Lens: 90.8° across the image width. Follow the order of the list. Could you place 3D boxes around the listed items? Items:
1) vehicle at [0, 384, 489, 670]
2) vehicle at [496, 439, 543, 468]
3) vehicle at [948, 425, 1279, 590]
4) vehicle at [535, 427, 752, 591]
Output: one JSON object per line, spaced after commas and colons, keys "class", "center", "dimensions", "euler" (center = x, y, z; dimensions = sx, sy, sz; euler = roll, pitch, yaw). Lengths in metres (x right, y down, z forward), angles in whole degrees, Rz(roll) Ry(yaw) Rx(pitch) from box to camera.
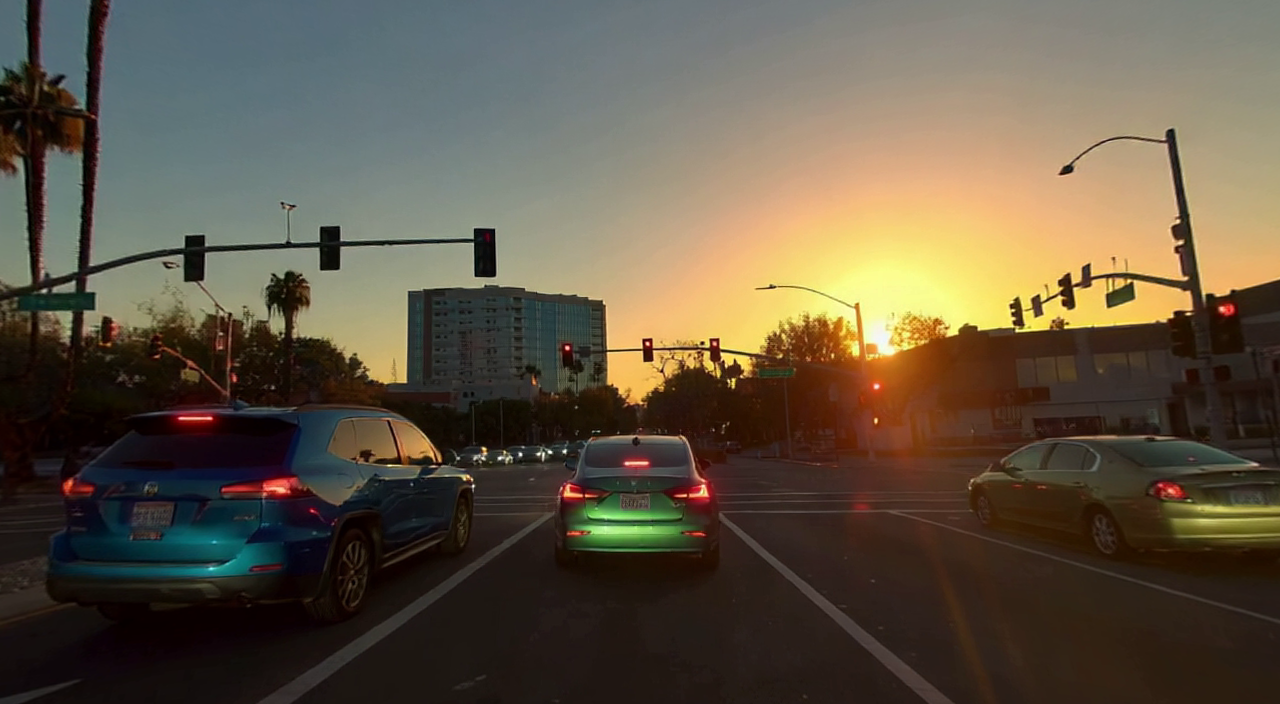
{"class": "vehicle", "center": [-3.104, 1.369, 6.071], "dimensions": [2.051, 1.682, 4.467], "euler": [0, -8, 2]}
{"class": "vehicle", "center": [-7.943, 6.706, 42.036], "dimensions": [2.130, 1.810, 4.450], "euler": [-2, -8, 1]}
{"class": "vehicle", "center": [6.088, 1.760, 8.100], "dimensions": [1.970, 1.489, 4.482], "euler": [0, -8, -1]}
{"class": "vehicle", "center": [-0.002, 1.707, 7.719], "dimensions": [1.942, 1.445, 3.973], "euler": [0, -8, -1]}
